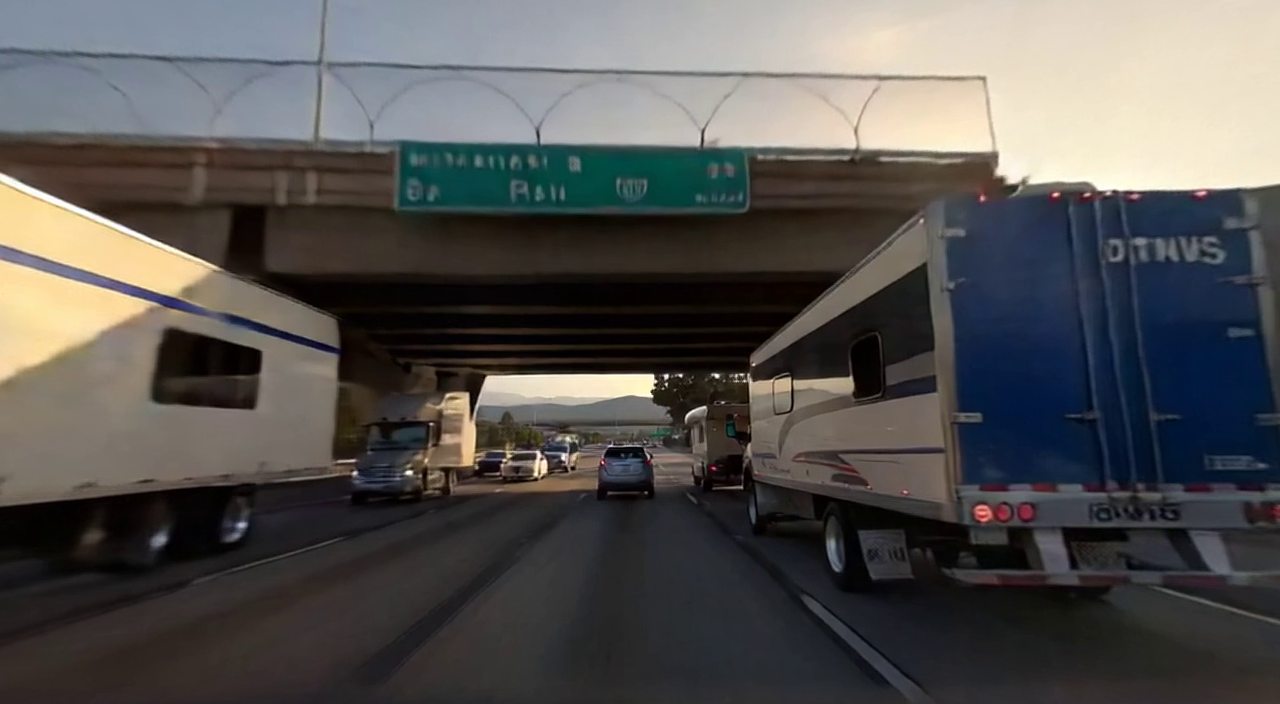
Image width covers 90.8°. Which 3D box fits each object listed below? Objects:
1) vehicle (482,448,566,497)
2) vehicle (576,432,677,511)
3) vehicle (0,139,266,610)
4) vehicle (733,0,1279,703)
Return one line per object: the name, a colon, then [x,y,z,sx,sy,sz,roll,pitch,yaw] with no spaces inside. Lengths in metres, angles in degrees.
vehicle: [-3.671,3.889,20.763,1.930,1.431,4.156,0,-9,1]
vehicle: [-0.327,2.932,15.899,2.201,1.719,4.058,0,-9,-1]
vehicle: [-6.976,0.289,5.993,3.008,3.987,5.871,0,-9,1]
vehicle: [3.223,0.506,6.931,2.936,3.787,8.670,0,-9,-1]
